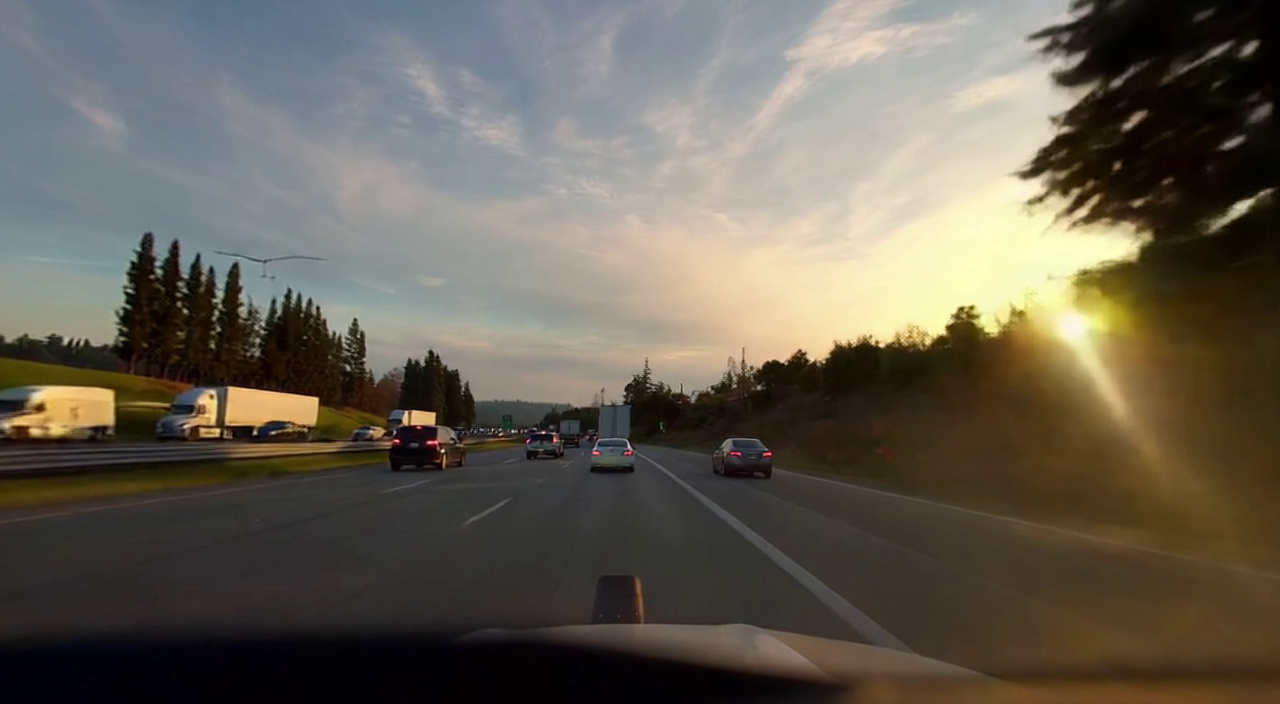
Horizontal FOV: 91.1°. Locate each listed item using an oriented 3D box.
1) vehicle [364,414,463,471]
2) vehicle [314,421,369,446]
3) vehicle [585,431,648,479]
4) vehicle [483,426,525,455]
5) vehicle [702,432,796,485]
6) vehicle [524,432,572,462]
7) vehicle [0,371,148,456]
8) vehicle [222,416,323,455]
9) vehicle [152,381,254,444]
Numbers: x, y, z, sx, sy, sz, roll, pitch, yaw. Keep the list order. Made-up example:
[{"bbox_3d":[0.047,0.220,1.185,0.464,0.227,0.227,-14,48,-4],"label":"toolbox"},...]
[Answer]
[{"bbox_3d":[-8.530,3.455,24.212,2.158,1.943,4.662,0,-8,-1],"label":"vehicle"},{"bbox_3d":[-20.395,5.594,43.100,1.831,1.575,4.218,0,-8,-3],"label":"vehicle"},{"bbox_3d":[-0.796,3.451,21.478,1.980,1.478,3.758,0,-8,-2],"label":"vehicle"},{"bbox_3d":[-9.266,6.072,43.125,1.992,1.838,4.493,0,-8,-2],"label":"vehicle"},{"bbox_3d":[3.337,3.328,20.127,1.981,1.474,4.396,0,-8,-3],"label":"vehicle"},{"bbox_3d":[-4.832,5.051,33.596,2.046,1.493,4.384,0,-8,-2],"label":"vehicle"},{"bbox_3d":[-19.342,2.083,20.508,2.297,2.410,5.389,0,-8,-2],"label":"vehicle"},{"bbox_3d":[-15.707,3.610,27.171,1.977,1.542,4.157,0,-8,-3],"label":"vehicle"},{"bbox_3d":[-28.722,4.099,41.645,2.908,3.868,5.411,0,-8,-3],"label":"vehicle"}]
